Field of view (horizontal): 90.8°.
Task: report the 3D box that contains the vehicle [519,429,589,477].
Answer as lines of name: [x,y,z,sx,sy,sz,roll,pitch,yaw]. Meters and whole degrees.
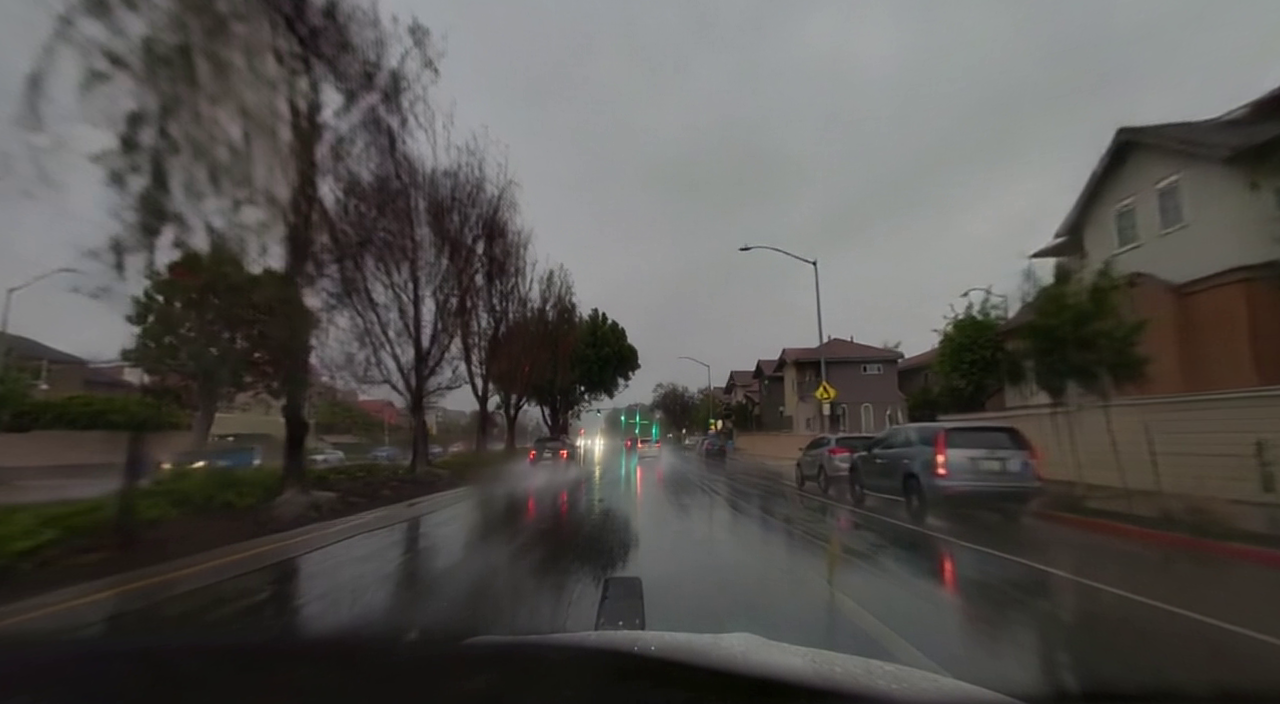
vehicle: [-3.436,4.167,26.172,2.233,1.775,4.491,0,-8,1]

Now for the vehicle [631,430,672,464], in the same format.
vehicle: [0.661,5.714,38.041,2.273,1.851,5.075,0,-8,0]

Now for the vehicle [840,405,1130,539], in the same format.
vehicle: [5.804,2.118,11.859,2.217,1.874,5.660,0,-8,0]

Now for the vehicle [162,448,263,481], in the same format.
vehicle: [-19.750,5.176,29.435,1.739,1.397,4.268,0,-8,0]
